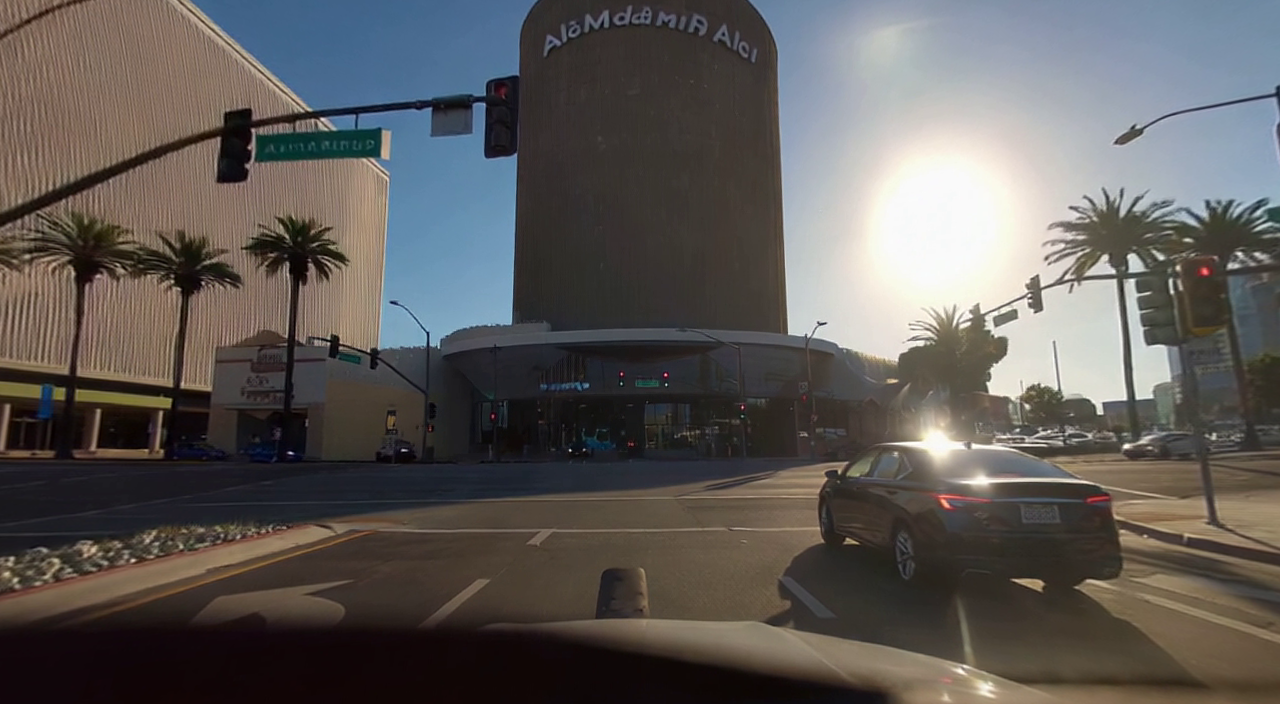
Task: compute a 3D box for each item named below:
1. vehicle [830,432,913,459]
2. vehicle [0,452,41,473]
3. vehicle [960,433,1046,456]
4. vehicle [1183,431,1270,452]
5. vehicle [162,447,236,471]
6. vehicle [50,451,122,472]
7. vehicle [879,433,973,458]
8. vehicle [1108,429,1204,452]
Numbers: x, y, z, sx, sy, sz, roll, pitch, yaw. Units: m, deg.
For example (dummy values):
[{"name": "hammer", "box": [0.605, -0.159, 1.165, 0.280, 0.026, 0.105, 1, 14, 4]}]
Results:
[{"name": "vehicle", "box": [15.141, 6.130, 41.382, 4.648, 1.665, 1.910, 0, -8, -1]}, {"name": "vehicle", "box": [-47.912, 8.325, 47.483, 3.786, 1.555, 1.702, 0, -8, 2]}, {"name": "vehicle", "box": [23.647, 6.037, 41.155, 4.423, 1.465, 1.798, 0, -8, 0]}, {"name": "vehicle", "box": [42.226, 6.465, 45.434, 4.437, 1.469, 1.811, 0, -8, 0]}, {"name": "vehicle", "box": [-33.089, 8.019, 47.324, 4.136, 1.661, 1.857, 0, -8, 1]}, {"name": "vehicle", "box": [-41.603, 8.225, 47.353, 3.698, 1.467, 1.779, 0, -8, 0]}, {"name": "vehicle", "box": [17.032, 5.576, 37.656, 4.684, 1.461, 1.777, 0, -8, -1]}, {"name": "vehicle", "box": [33.290, 5.741, 40.732, 4.567, 1.458, 1.791, 0, -8, 1]}]
